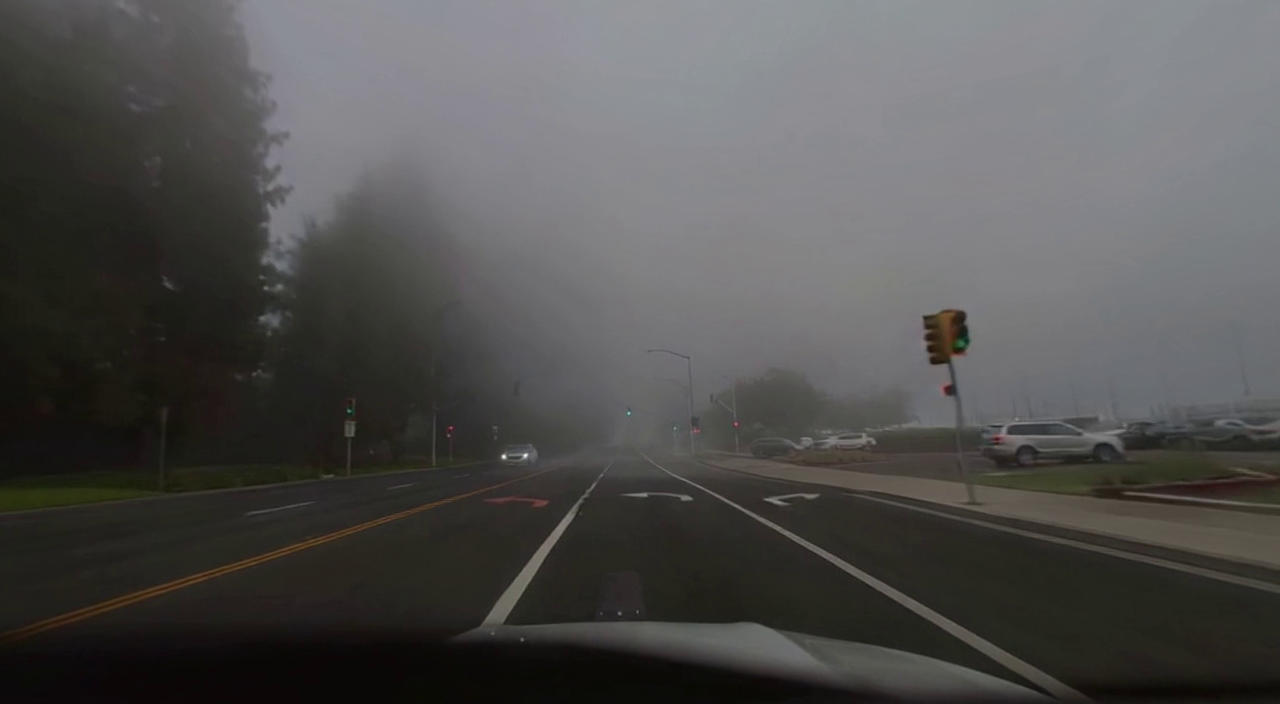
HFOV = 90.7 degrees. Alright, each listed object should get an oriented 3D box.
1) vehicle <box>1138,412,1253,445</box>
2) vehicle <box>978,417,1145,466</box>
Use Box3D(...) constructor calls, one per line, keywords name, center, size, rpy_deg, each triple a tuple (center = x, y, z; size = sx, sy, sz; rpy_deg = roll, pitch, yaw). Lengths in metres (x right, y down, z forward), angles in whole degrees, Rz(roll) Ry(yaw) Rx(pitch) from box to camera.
Box3D(name="vehicle", center=(27.393, 3.846, 31.408), size=(1.805, 1.466, 4.236), rpy_deg=(1, -9, 0))
Box3D(name="vehicle", center=(13.074, 2.816, 19.778), size=(3.991, 1.437, 1.679), rpy_deg=(0, -9, -2))
